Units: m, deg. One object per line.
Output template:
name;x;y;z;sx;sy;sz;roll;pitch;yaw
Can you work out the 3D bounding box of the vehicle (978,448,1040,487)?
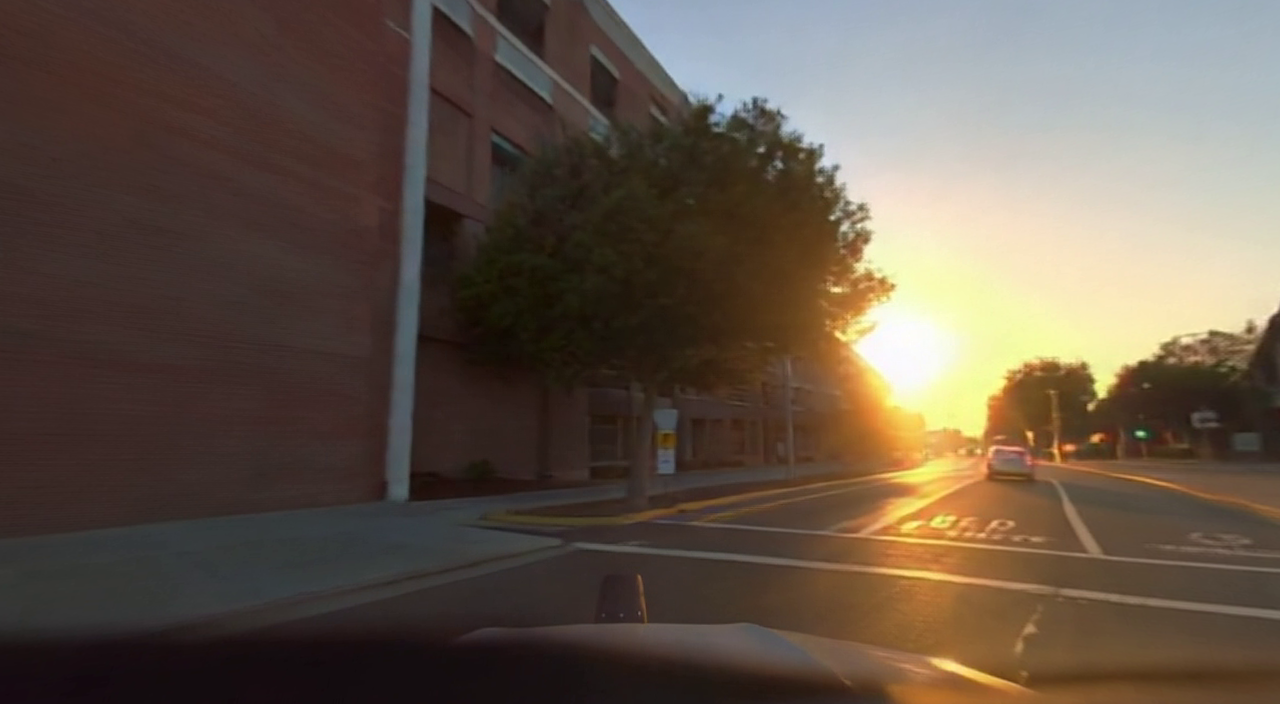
vehicle;17.757;5.447;30.285;2.218;1.657;4.551;-5;-10;33
